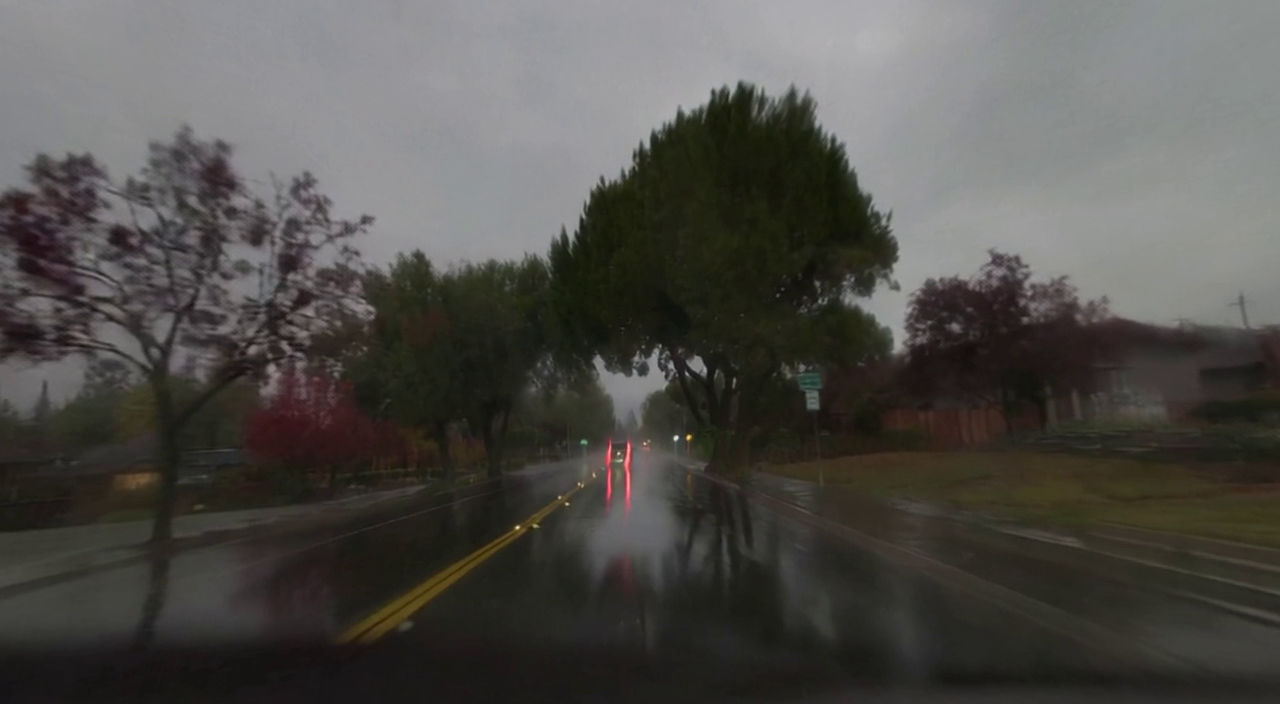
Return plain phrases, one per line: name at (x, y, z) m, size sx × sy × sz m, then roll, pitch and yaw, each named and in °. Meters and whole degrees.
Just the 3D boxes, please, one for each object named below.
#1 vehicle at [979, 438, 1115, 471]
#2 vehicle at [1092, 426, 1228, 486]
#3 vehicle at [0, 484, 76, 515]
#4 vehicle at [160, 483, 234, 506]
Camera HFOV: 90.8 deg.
vehicle at (14.472, 3.690, 22.836) m, size 1.987 × 1.039 × 4.499 m, roll 0°, pitch -9°, yaw 0°
vehicle at (17.843, 3.572, 21.903) m, size 1.999 × 1.901 × 3.073 m, roll 0°, pitch -9°, yaw 0°
vehicle at (-30.996, 7.418, 31.857) m, size 3.502 × 1.310 × 1.729 m, roll 0°, pitch -8°, yaw 5°
vehicle at (-29.470, 9.471, 42.072) m, size 3.675 × 1.432 × 1.636 m, roll 0°, pitch -9°, yaw 3°
